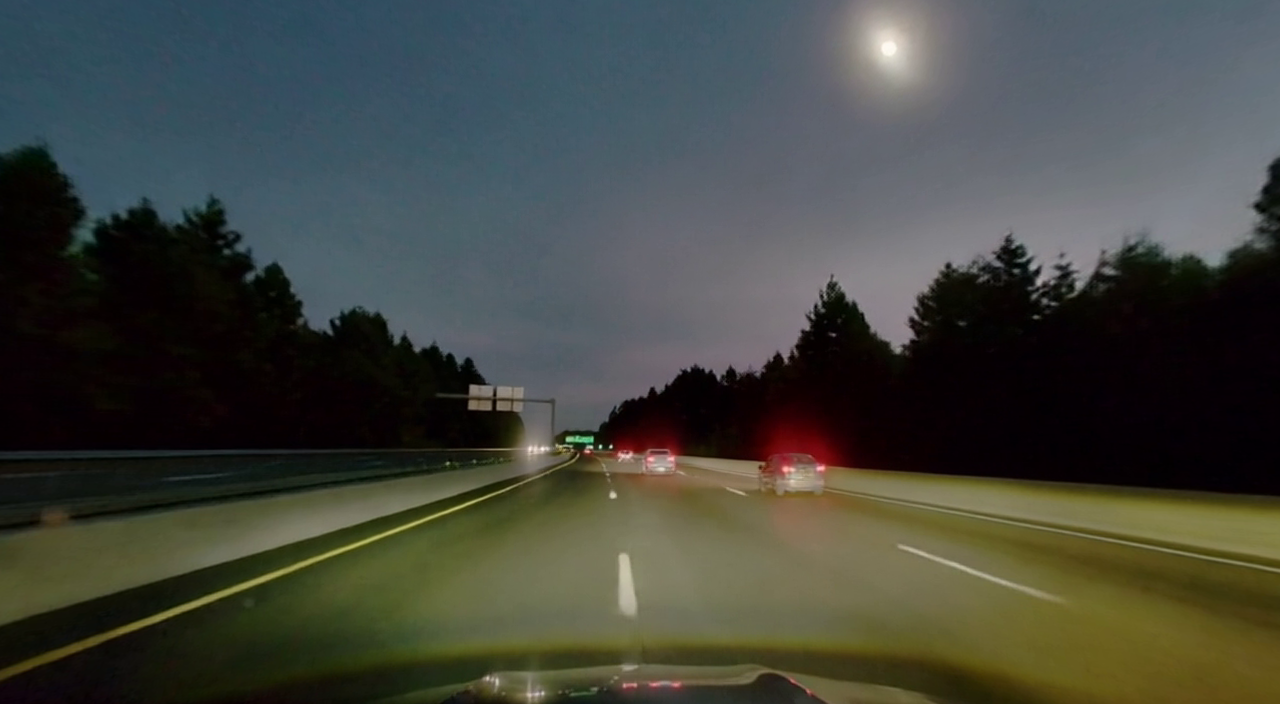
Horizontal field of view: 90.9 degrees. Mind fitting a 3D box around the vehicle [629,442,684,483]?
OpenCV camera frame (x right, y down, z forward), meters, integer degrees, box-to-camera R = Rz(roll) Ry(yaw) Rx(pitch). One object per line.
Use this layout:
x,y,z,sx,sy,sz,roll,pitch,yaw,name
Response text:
0.620,4.645,26.792,2.011,1.590,3.607,0,-9,-4,vehicle
